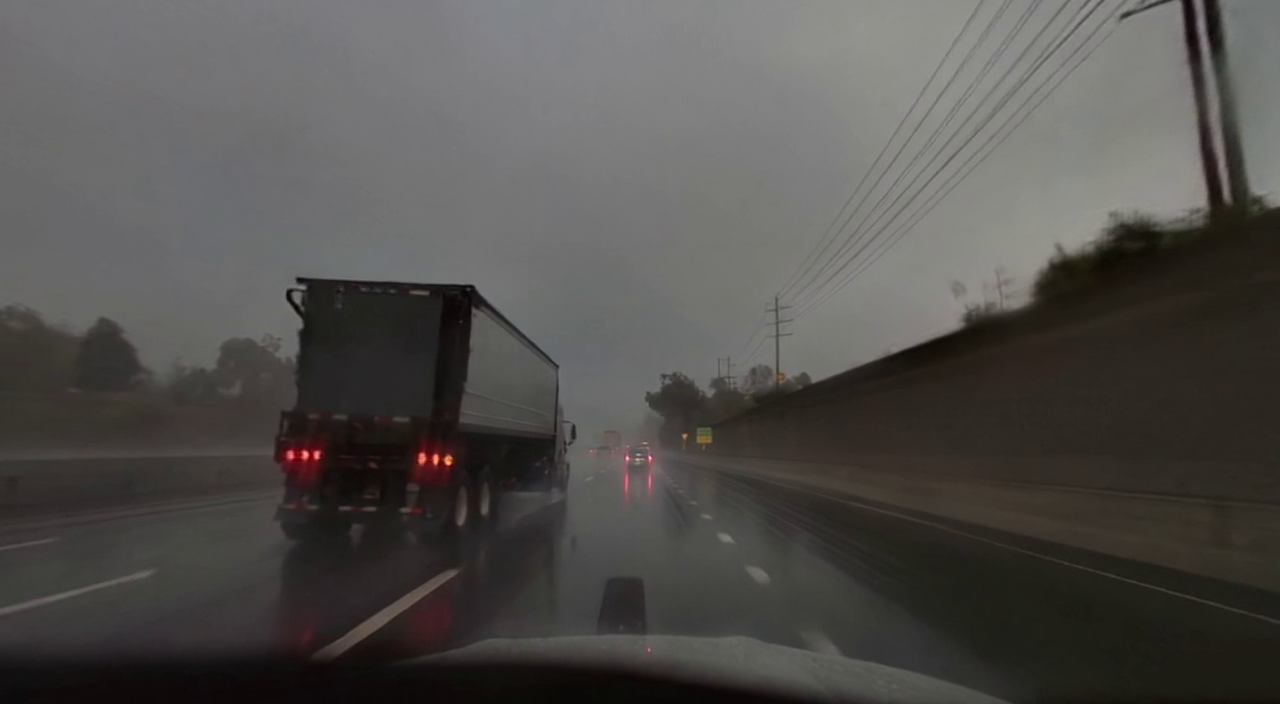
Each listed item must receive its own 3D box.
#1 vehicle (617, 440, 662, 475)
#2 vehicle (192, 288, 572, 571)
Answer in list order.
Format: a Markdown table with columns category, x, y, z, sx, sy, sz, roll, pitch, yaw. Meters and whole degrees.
| category | x | y | z | sx | sy | sz | roll | pitch | yaw |
| --- | --- | --- | --- | --- | --- | --- | --- | --- | --- |
| vehicle | -0.015 | 5.350 | 32.143 | 2.178 | 1.640 | 4.071 | 0 | -9 | 0 |
| vehicle | -3.429 | 1.533 | 11.818 | 3.023 | 3.246 | 9.102 | -1 | -9 | 2 |
